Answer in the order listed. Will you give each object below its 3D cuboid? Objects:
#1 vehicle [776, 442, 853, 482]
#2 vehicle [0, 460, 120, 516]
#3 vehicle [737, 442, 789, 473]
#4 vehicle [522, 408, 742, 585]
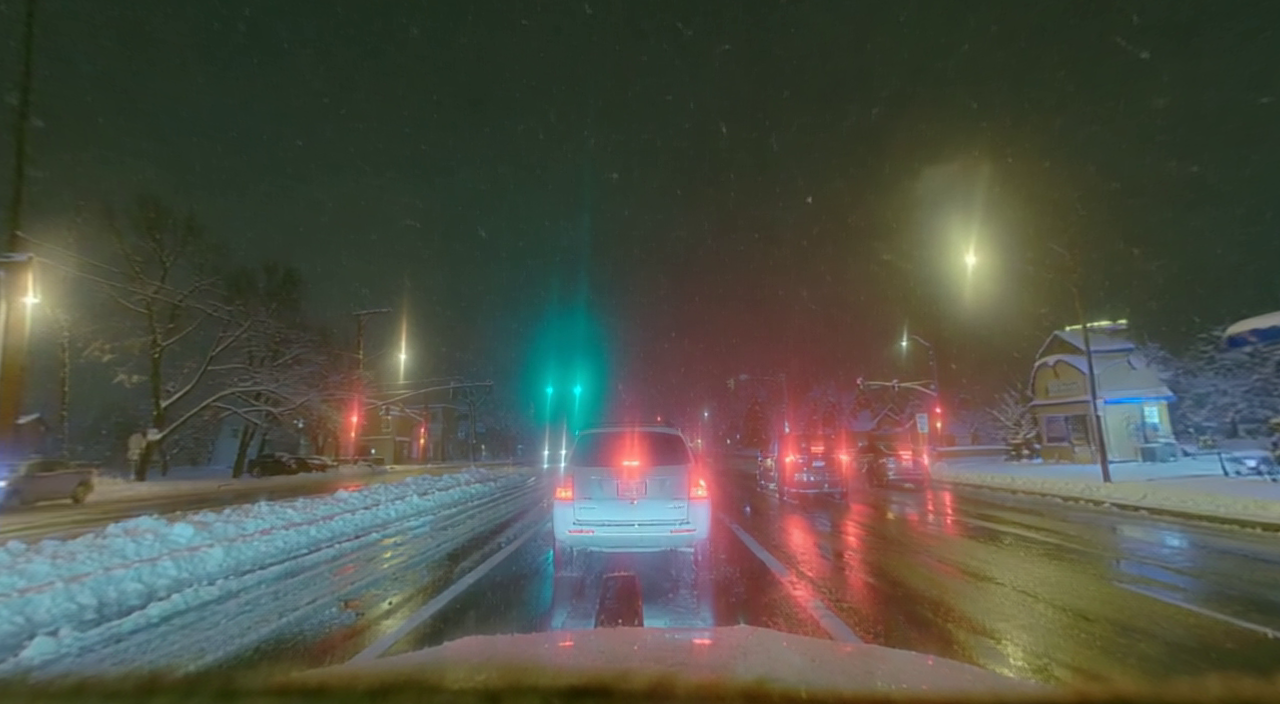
[{"bbox_3d":[6.865,4.375,25.259,1.833,1.452,4.237,0,-8,0],"label":"vehicle"},{"bbox_3d":[-19.141,4.208,19.878,1.969,1.458,4.300,1,-9,-5],"label":"vehicle"},{"bbox_3d":[6.279,5.454,32.638,1.961,1.477,4.454,0,-8,2],"label":"vehicle"},{"bbox_3d":[-0.058,1.694,8.117,2.115,1.700,3.901,0,-8,1],"label":"vehicle"}]
